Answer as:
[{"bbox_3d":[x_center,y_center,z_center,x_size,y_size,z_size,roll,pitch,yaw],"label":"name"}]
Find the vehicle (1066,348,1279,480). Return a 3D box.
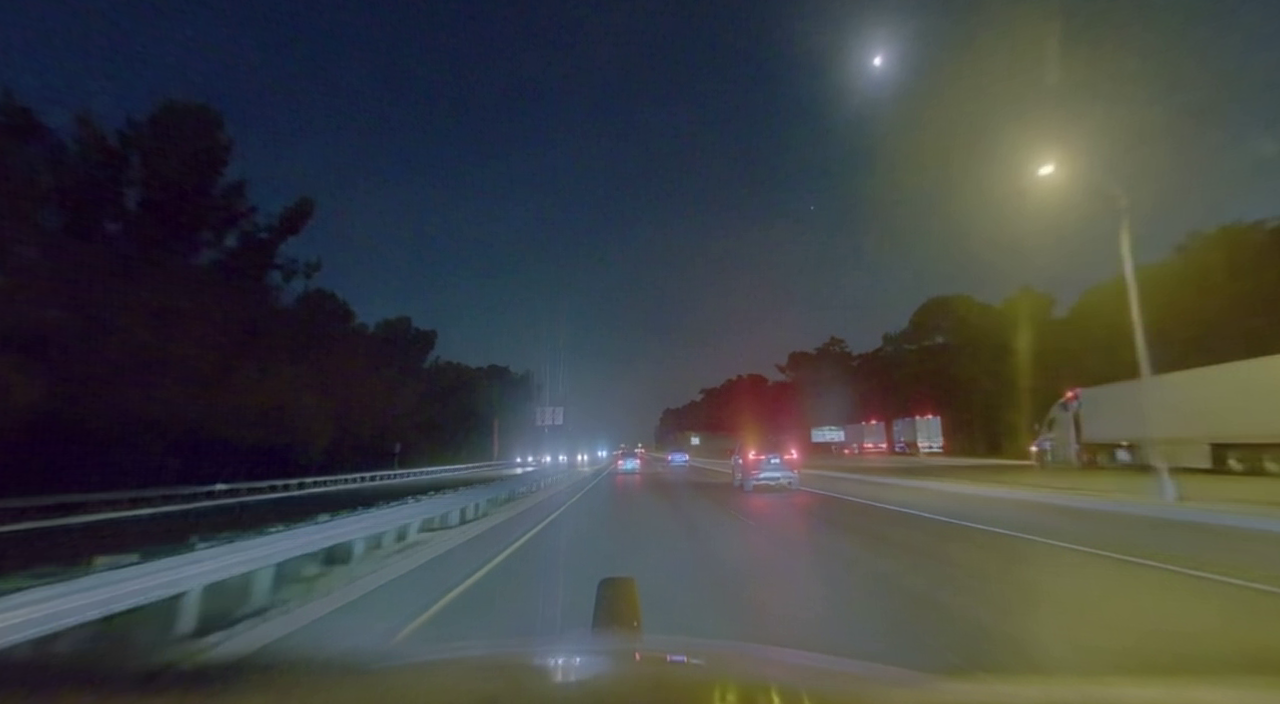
[{"bbox_3d":[22.444,2.788,25.177,2.890,4.108,13.635,-2,-9,8],"label":"vehicle"}]

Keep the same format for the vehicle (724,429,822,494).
[{"bbox_3d":[4.424,3.742,21.730,2.261,1.952,4.784,0,-9,-1],"label":"vehicle"}]

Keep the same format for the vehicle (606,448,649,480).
[{"bbox_3d":[-0.620,5.677,31.997,2.029,1.483,3.769,0,-9,-1],"label":"vehicle"}]
